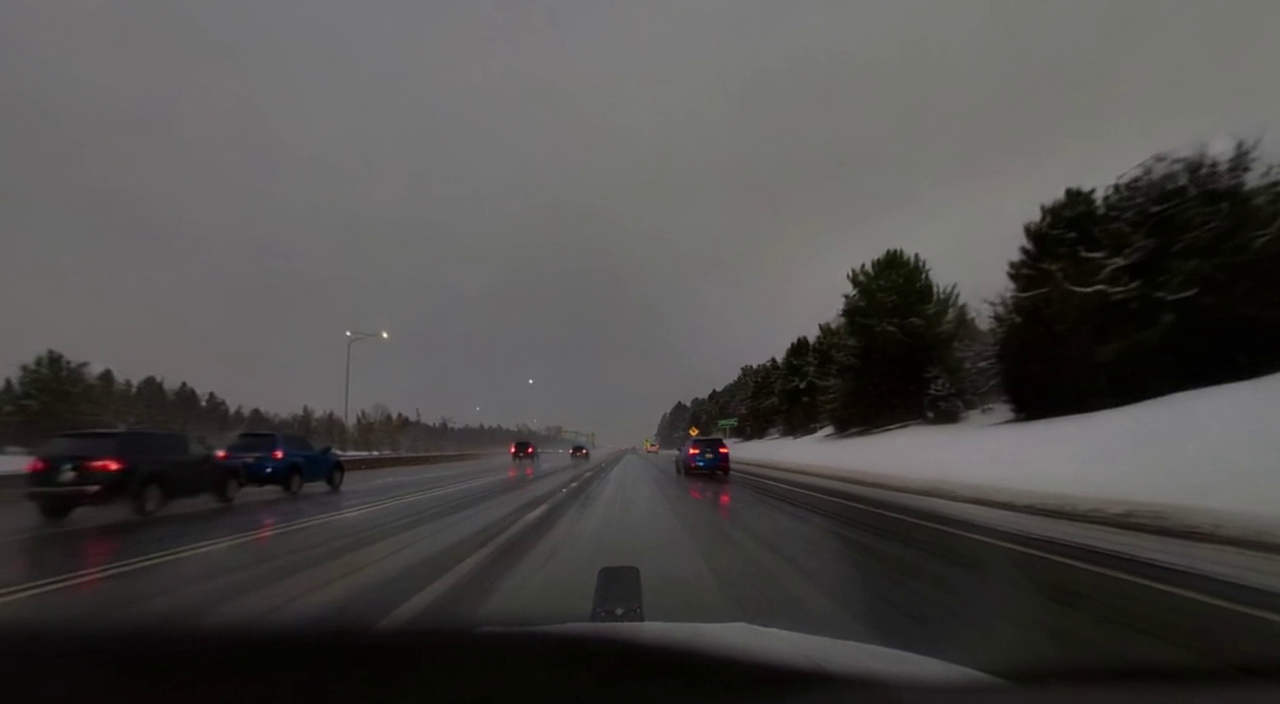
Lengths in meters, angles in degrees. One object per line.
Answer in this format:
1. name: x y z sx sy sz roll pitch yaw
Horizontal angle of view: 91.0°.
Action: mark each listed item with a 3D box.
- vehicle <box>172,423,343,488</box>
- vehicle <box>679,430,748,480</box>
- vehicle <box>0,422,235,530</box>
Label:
1. vehicle: -14.957 4.124 25.361 2.736 2.262 6.533 0 -8 0
2. vehicle: 2.974 4.290 26.514 2.184 1.892 4.763 0 -8 -2
3. vehicle: -11.273 2.524 13.427 2.137 1.873 4.687 0 -8 -1
